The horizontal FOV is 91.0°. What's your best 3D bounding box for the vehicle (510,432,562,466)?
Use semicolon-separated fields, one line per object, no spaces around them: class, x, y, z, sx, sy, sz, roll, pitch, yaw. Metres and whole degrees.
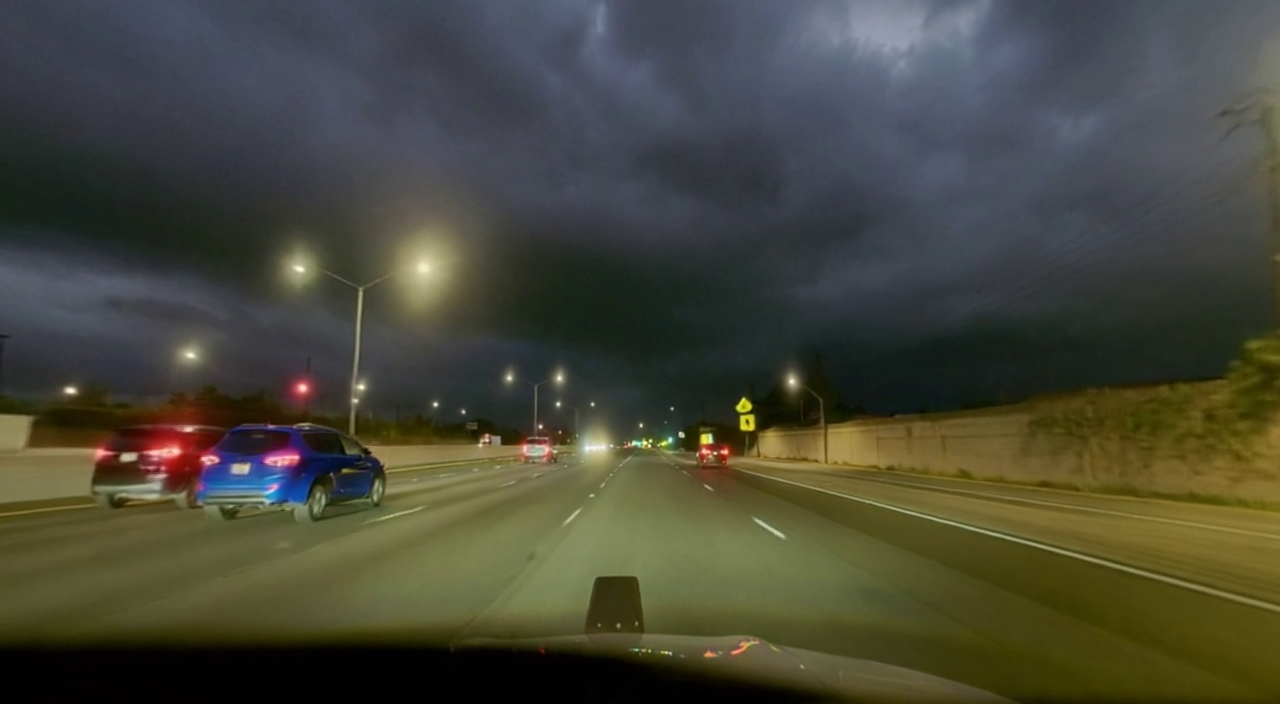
vehicle;-6.225;5.881;38.223;2.255;1.934;4.868;0;-9;1

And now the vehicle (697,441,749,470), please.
vehicle;4.535;5.768;35.272;2.251;1.520;4.550;1;-9;-1

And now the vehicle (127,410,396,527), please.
vehicle;-6.487;2.070;11.642;2.058;1.698;4.567;0;-9;1
